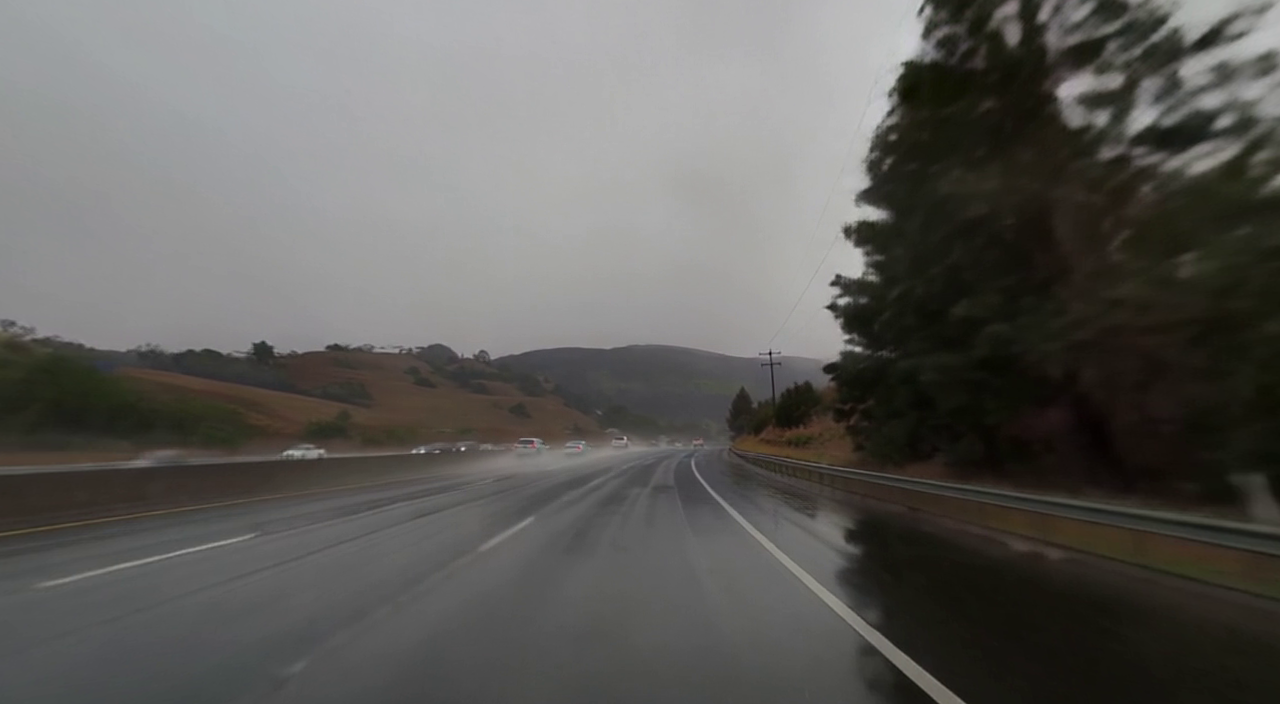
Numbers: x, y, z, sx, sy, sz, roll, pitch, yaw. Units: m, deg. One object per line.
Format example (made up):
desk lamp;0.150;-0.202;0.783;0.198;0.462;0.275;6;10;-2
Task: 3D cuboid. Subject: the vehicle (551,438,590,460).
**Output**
vehicle;-5.058;7.145;46.370;2.010;1.489;4.456;-1;-9;5

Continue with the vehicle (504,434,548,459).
vehicle;-8.544;7.132;47.501;2.063;1.743;4.392;-1;-9;6

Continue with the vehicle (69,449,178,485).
vehicle;-21.540;4.780;26.351;1.573;1.361;3.355;0;-8;4
